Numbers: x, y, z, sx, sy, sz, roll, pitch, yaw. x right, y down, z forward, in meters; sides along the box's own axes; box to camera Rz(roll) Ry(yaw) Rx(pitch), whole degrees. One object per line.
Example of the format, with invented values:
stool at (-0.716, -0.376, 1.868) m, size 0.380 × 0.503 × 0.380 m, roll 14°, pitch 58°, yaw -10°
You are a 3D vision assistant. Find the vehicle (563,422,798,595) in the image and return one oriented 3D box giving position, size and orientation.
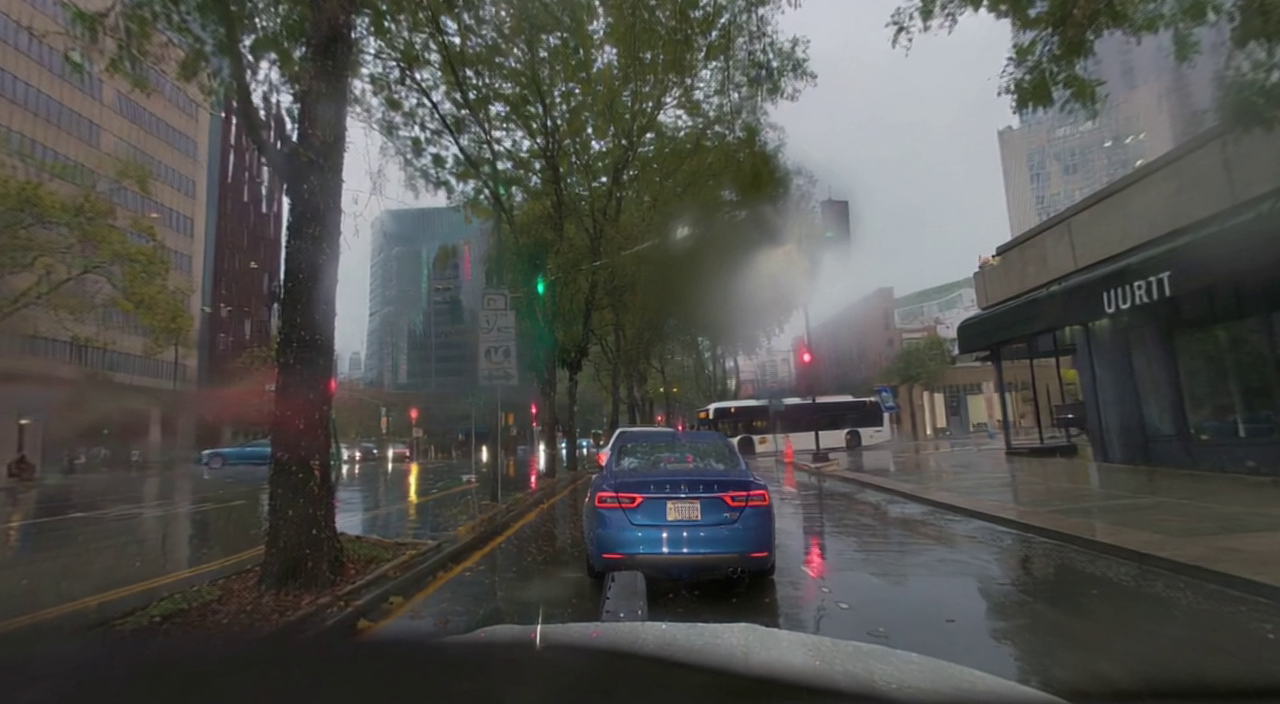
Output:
vehicle at (0.384, 1.629, 7.383) m, size 2.006 × 1.470 × 3.799 m, roll 0°, pitch -8°, yaw 1°

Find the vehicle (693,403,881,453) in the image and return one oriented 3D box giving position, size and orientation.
vehicle at (11.210, 5.960, 49.211) m, size 13.811 × 3.706 × 2.997 m, roll 0°, pitch -9°, yaw 0°

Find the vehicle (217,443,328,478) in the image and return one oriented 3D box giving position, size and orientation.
vehicle at (-19.010, 5.604, 32.888) m, size 1.892 × 1.645 × 4.561 m, roll -6°, pitch -10°, yaw 34°

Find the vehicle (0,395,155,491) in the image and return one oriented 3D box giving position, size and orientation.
vehicle at (-25.941, 3.644, 25.324) m, size 2.692 × 3.685 × 10.153 m, roll -3°, pitch -9°, yaw 20°
